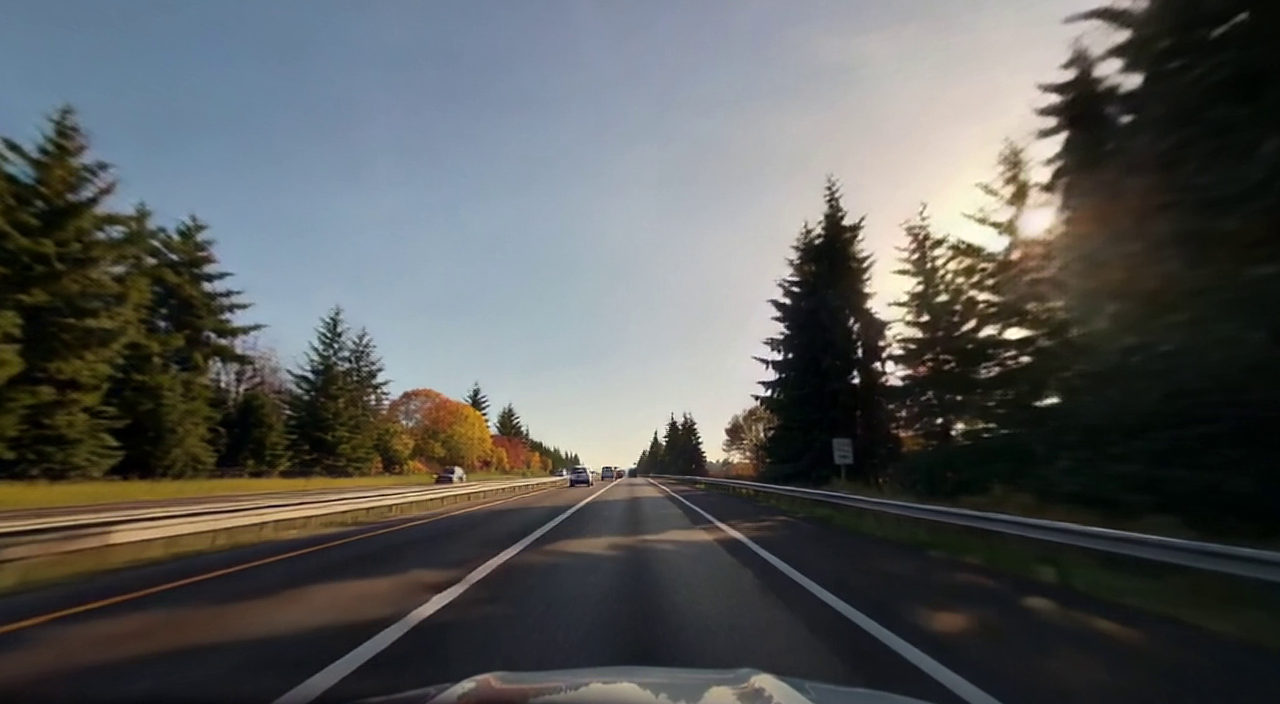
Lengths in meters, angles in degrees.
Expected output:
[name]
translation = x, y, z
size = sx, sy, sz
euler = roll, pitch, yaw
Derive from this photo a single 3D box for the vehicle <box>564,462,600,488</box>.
[vehicle]
translation = -4.398, 9.450, 48.586
size = 2.254, 1.809, 5.839
euler = 1, -10, 0
